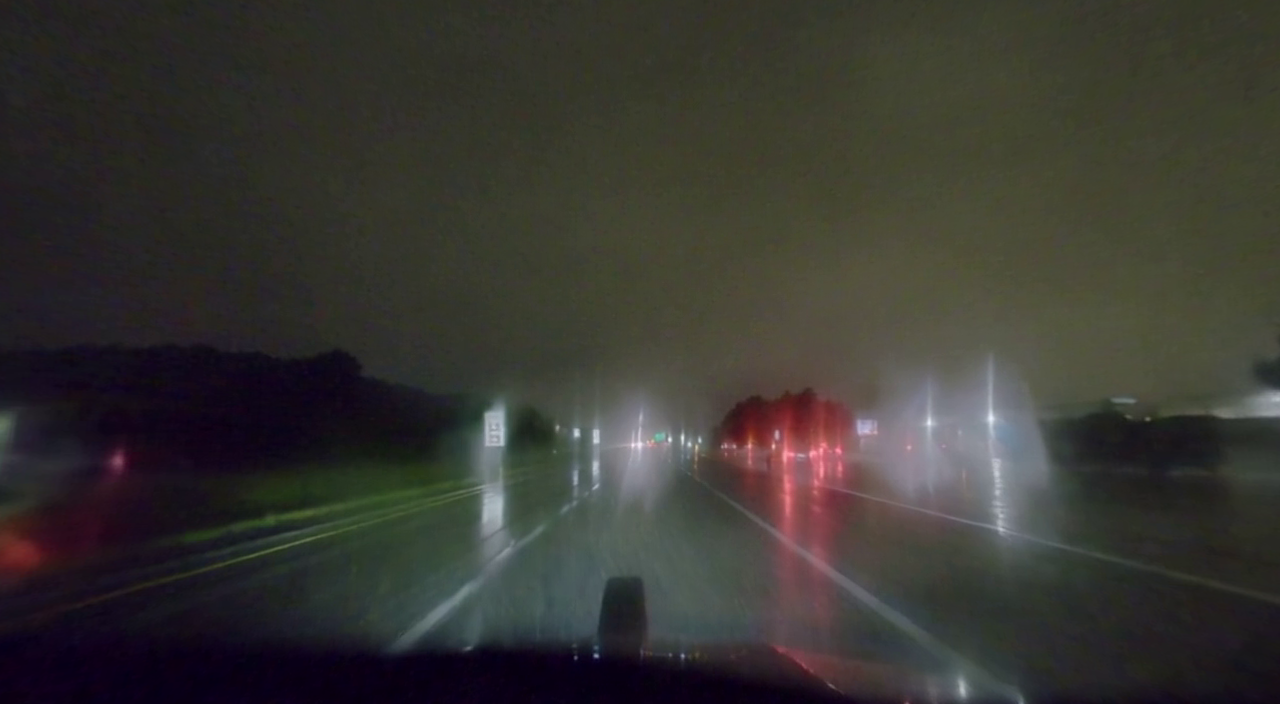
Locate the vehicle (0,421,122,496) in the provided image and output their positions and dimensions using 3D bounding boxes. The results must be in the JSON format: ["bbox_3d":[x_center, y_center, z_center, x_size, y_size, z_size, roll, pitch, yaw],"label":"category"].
[{"bbox_3d":[-31.277,5.319,31.723,2.942,3.464,8.554,-1,-8,1],"label":"vehicle"}]

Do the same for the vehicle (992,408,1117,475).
[{"bbox_3d":[28.072,6.181,43.332,2.913,4.062,8.275,1,-9,1],"label":"vehicle"}]

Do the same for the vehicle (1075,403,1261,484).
[{"bbox_3d":[28.163,4.976,34.362,2.860,3.829,8.079,0,-8,-1],"label":"vehicle"}]
